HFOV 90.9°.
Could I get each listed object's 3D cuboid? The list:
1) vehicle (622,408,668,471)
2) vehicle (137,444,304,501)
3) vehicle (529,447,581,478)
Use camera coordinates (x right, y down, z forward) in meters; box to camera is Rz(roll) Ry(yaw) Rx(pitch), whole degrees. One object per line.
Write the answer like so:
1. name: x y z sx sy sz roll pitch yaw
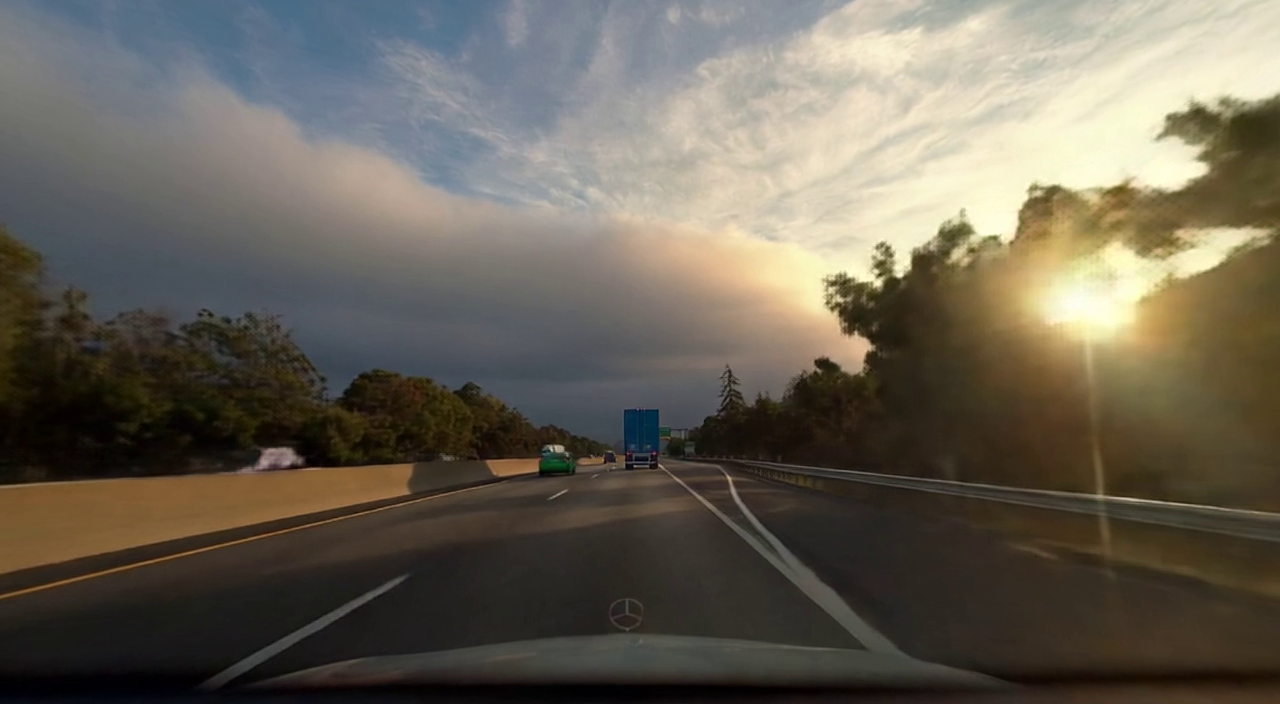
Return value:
1. vehicle: 0.311 6.243 44.636 2.899 3.966 10.053 0 -9 0
2. vehicle: -13.281 3.808 20.443 1.985 1.594 4.906 0 -9 0
3. vehicle: -4.428 5.807 33.474 2.051 1.538 4.569 0 -9 1
